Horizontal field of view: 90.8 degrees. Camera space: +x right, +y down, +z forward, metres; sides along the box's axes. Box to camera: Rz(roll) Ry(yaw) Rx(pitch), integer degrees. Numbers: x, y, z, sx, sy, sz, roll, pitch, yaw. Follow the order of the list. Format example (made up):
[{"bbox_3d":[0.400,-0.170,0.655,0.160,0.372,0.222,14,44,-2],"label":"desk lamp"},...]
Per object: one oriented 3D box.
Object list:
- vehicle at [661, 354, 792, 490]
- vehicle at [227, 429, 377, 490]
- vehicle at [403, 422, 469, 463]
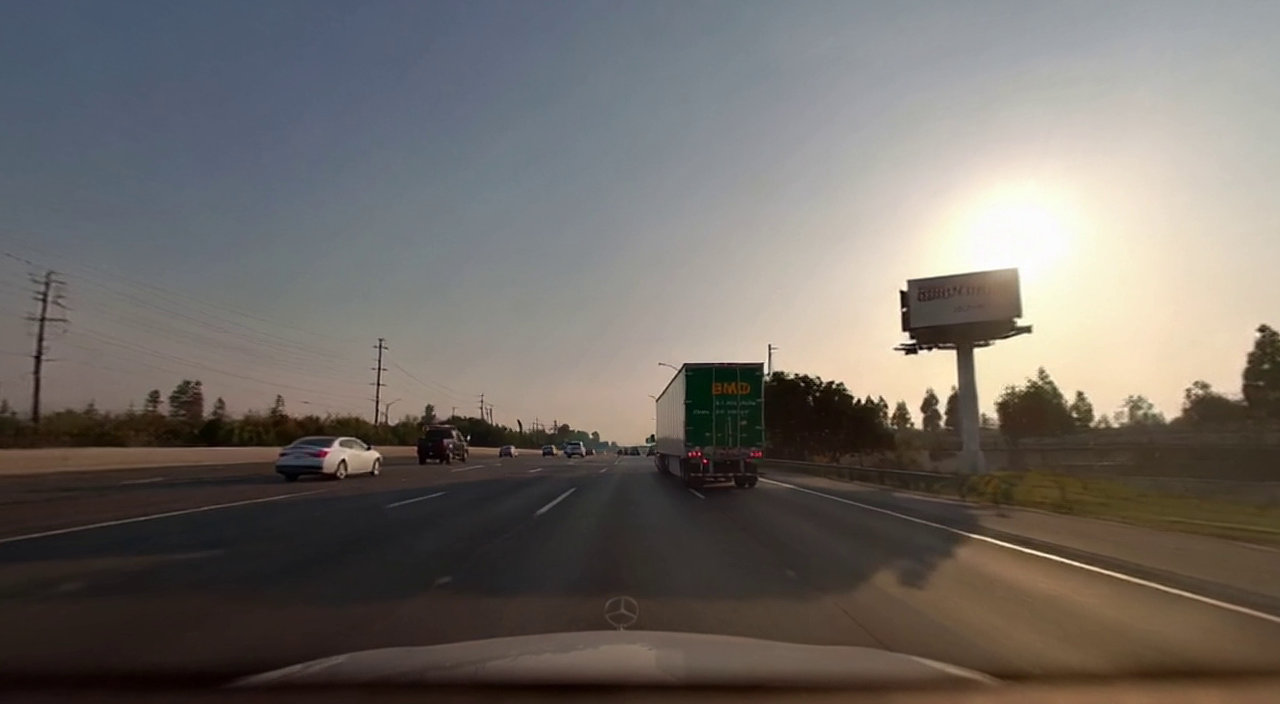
[{"bbox_3d":[2.764,3.107,25.990,2.891,3.944,15.051,0,-8,-2],"label":"vehicle"},{"bbox_3d":[-10.458,3.358,20.082,2.045,1.697,4.844,0,-8,0],"label":"vehicle"},{"bbox_3d":[-13.690,6.145,42.870,2.307,2.571,6.260,0,-8,1],"label":"vehicle"}]
